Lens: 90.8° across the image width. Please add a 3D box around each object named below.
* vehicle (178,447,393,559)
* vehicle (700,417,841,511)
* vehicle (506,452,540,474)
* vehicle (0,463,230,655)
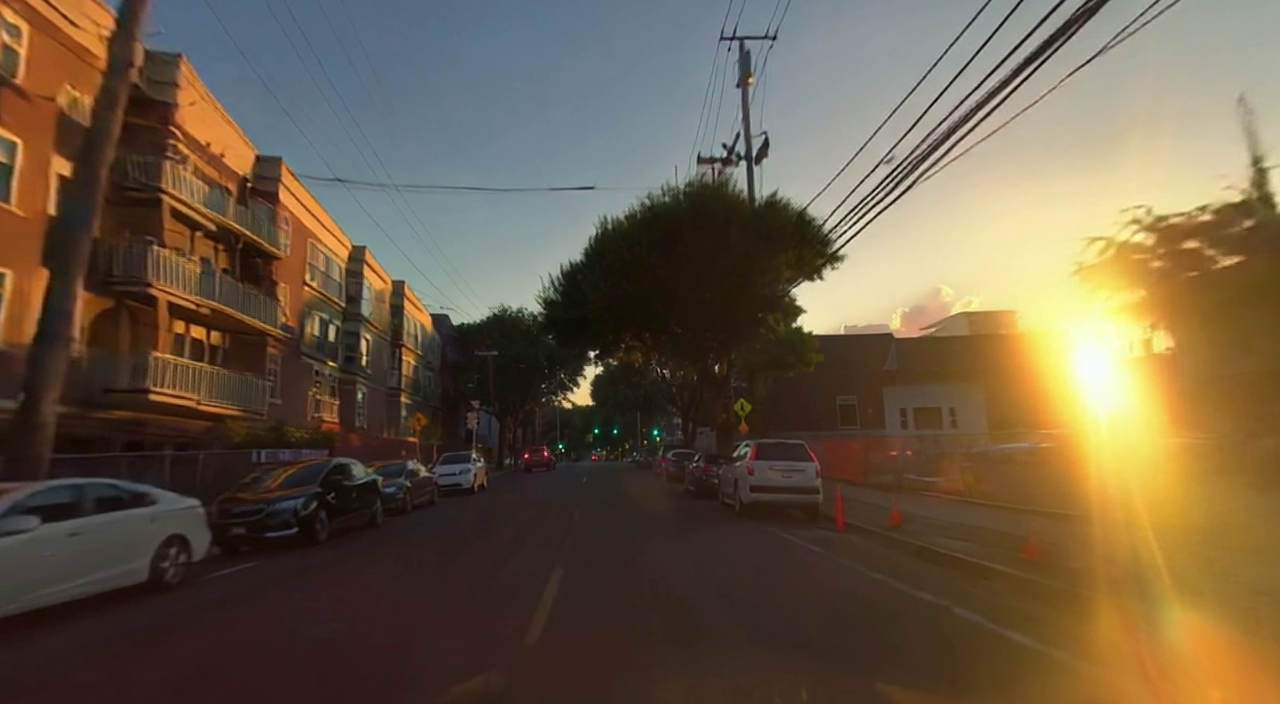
[{"bbox_3d":[-6.385,2.677,12.055,1.996,1.695,4.127,1,-8,-6],"label":"vehicle"},{"bbox_3d":[2.835,2.766,14.909,1.994,1.857,4.393,1,-14,-5],"label":"vehicle"},{"bbox_3d":[-8.417,7.994,45.639,1.968,1.450,4.271,0,-8,-4],"label":"vehicle"},{"bbox_3d":[-6.125,1.833,5.835,1.967,1.483,4.347,1,-13,-4],"label":"vehicle"}]
